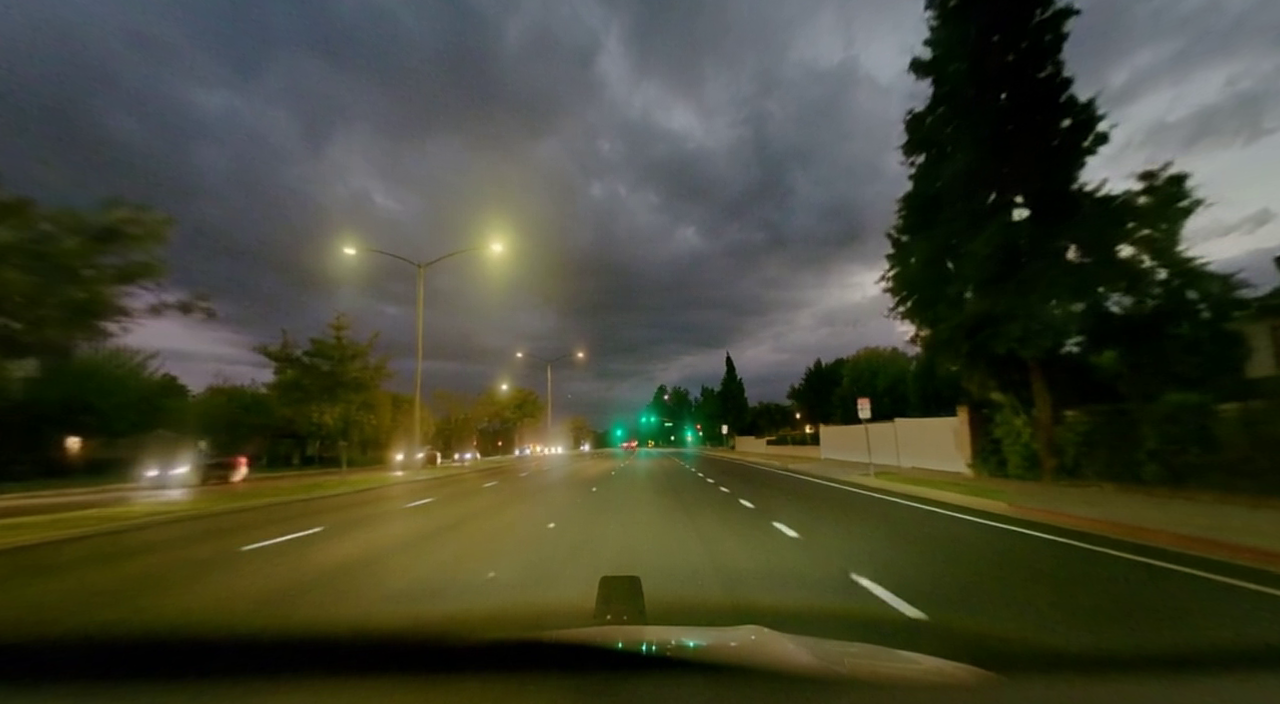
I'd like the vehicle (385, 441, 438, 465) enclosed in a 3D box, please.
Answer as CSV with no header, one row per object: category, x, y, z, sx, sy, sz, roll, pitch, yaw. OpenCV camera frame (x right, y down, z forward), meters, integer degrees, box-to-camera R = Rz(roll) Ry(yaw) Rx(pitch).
vehicle,-16.806,7.452,46.599,2.118,1.661,4.507,-1,-9,1

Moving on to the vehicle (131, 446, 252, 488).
vehicle,-20.369,5.186,28.918,2.103,1.731,4.598,0,-9,1
